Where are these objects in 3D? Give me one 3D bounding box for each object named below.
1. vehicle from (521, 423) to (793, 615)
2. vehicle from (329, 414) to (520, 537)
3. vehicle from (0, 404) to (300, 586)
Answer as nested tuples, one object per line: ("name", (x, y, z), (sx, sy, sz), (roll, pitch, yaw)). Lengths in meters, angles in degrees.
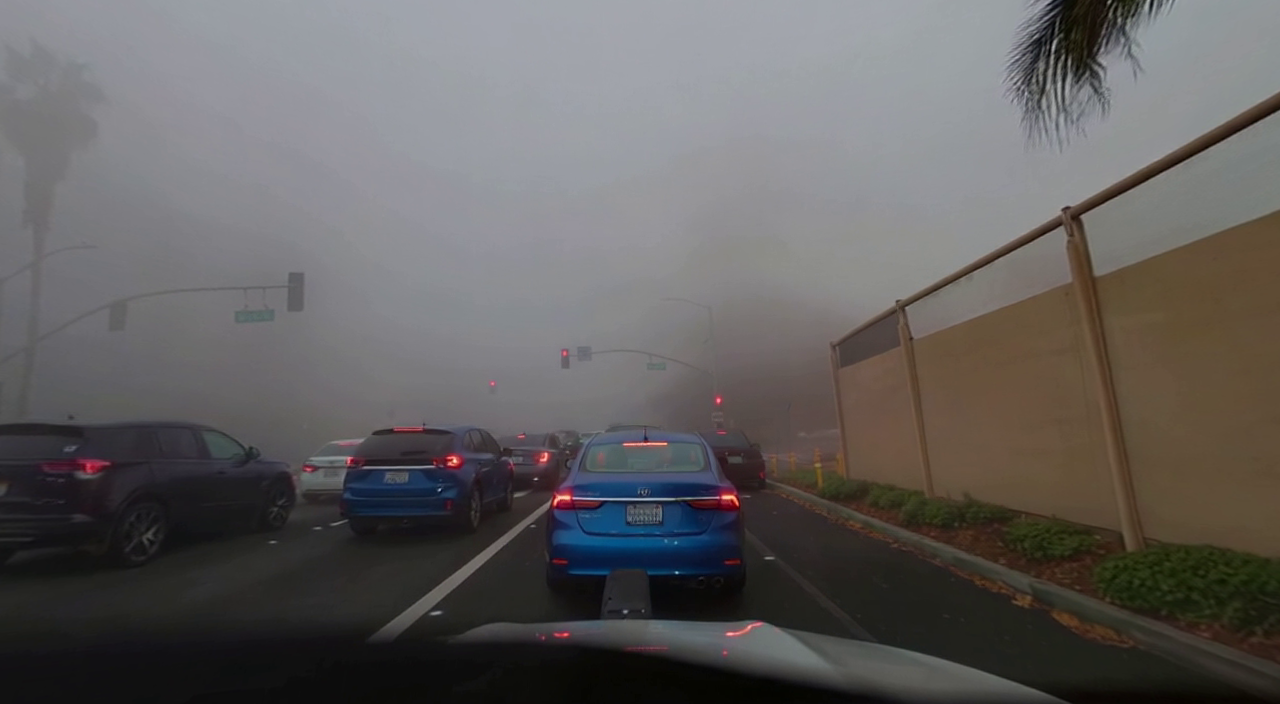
("vehicle", (0.070, 1.625, 7.145), (2.128, 1.473, 4.272), (0, -8, -2))
("vehicle", (-3.484, 2.075, 11.186), (2.007, 1.746, 4.136), (0, -8, -2))
("vehicle", (-6.676, 1.700, 8.317), (1.963, 1.721, 4.467), (0, -8, -2))
